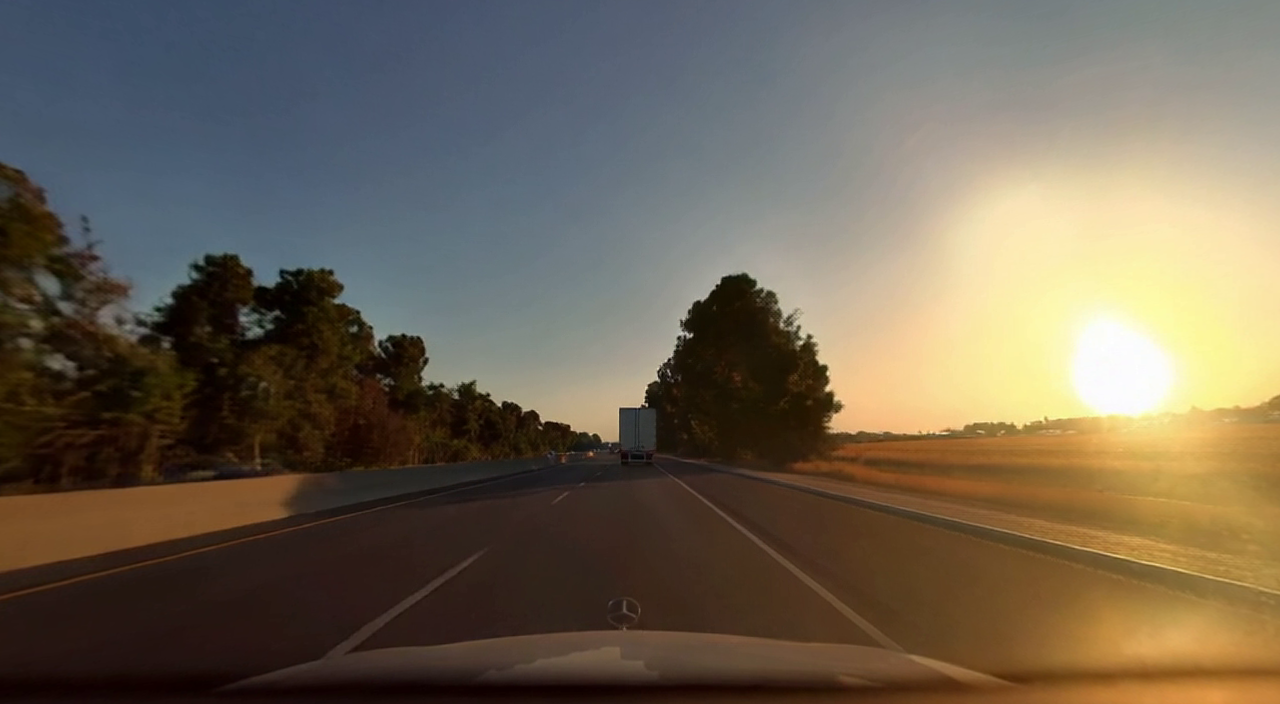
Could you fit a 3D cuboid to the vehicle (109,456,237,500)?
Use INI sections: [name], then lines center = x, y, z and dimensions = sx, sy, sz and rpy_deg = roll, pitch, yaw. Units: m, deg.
[vehicle]
center = -17.095, 4.595, 23.368
dimensions = 1.716, 1.459, 3.920
rpy_deg = 0, -9, 0
